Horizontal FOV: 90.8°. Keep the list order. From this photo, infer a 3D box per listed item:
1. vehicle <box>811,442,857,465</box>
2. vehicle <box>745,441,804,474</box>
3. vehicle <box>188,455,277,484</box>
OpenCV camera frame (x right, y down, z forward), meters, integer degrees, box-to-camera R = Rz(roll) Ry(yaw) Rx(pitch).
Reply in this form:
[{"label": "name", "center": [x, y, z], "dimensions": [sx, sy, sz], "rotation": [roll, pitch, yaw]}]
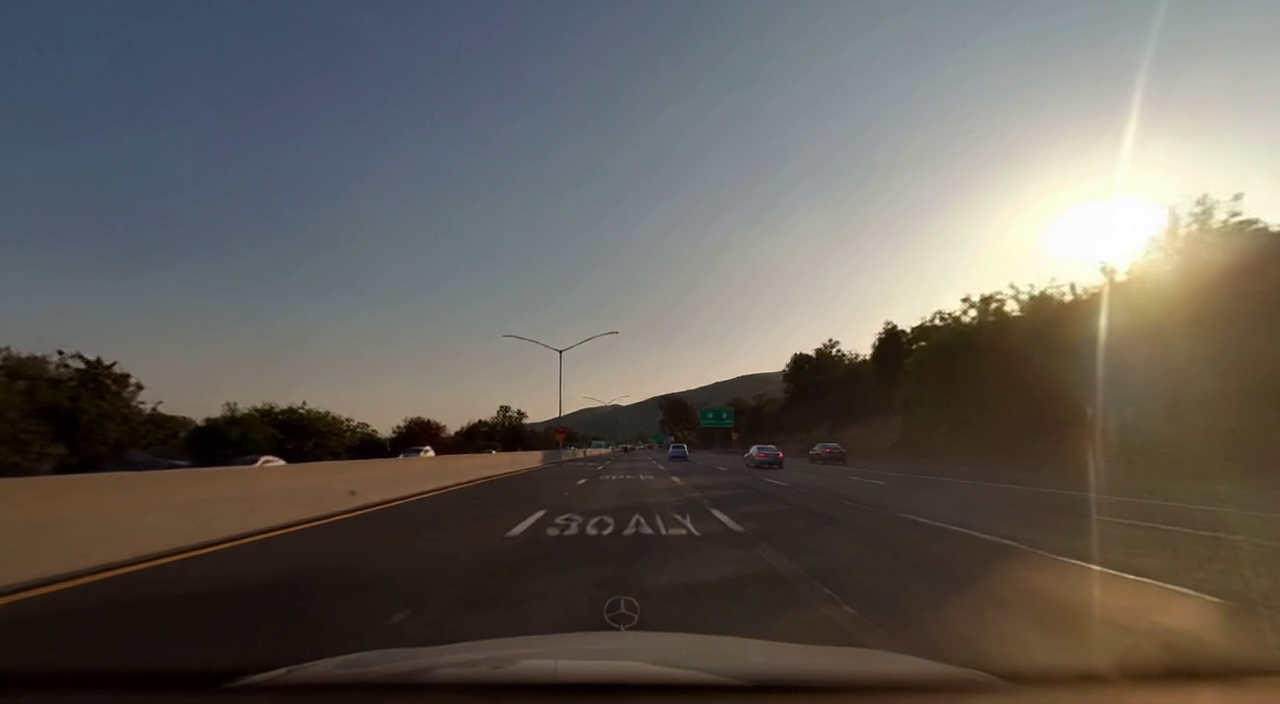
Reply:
[{"label": "vehicle", "center": [14.545, 7.623, 47.651], "dimensions": [2.025, 1.595, 4.268], "rotation": [0, -8, -1]}, {"label": "vehicle", "center": [6.686, 5.293, 31.822], "dimensions": [2.038, 1.528, 3.910], "rotation": [0, -9, -1]}, {"label": "vehicle", "center": [-21.648, 6.244, 33.784], "dimensions": [1.940, 1.415, 4.270], "rotation": [0, -9, -1]}]
